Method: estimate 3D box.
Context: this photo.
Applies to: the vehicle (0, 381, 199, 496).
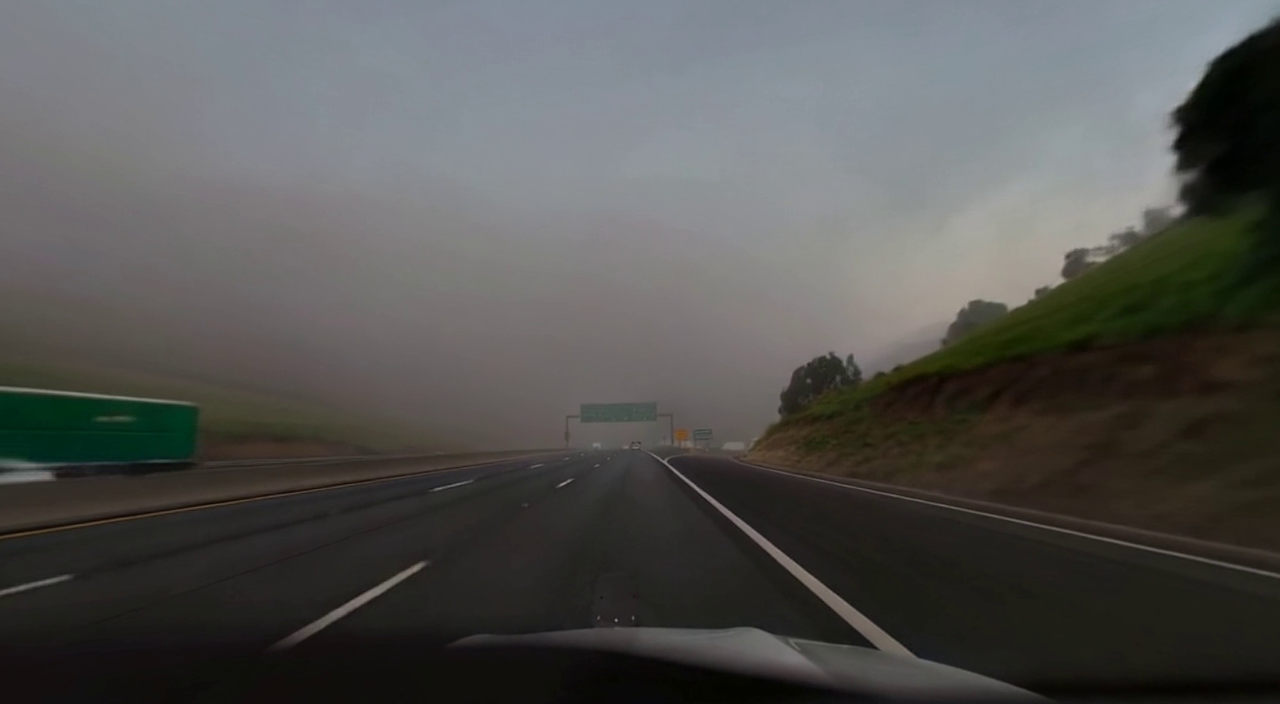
[{"bbox_3d":[-24.265,3.425,24.787,2.910,4.051,15.366,0,-8,-1],"label":"vehicle"}]
